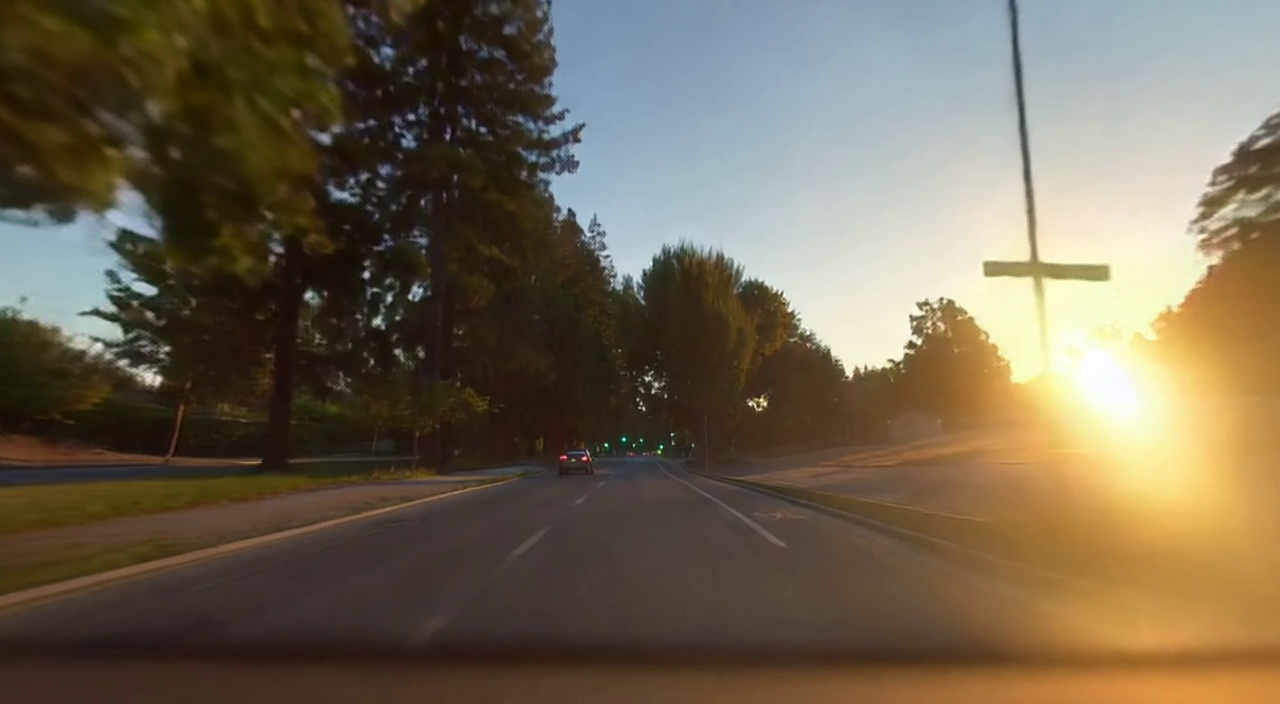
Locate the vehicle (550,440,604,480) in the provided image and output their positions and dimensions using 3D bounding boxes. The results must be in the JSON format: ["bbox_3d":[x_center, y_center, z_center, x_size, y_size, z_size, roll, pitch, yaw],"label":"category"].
[{"bbox_3d":[-2.837,5.005,29.433,2.016,1.694,4.335,0,-8,1],"label":"vehicle"}]
